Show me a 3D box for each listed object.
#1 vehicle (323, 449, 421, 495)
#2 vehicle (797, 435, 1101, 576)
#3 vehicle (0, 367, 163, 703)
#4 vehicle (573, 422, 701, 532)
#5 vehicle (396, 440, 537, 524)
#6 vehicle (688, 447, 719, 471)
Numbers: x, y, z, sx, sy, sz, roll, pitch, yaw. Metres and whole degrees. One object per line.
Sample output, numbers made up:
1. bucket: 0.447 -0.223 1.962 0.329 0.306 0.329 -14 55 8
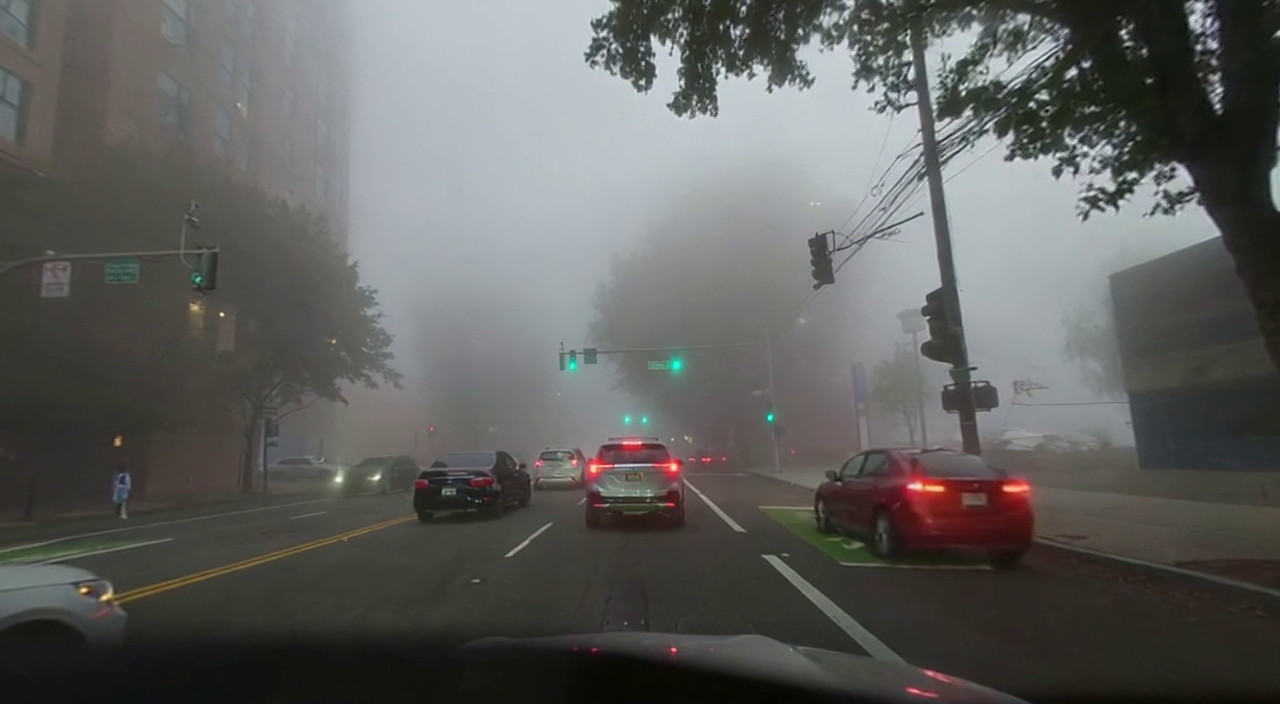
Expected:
1. vehicle: -11.252 5.043 26.867 2.103 1.755 4.551 0 -9 1
2. vehicle: 3.818 1.958 8.951 1.986 1.457 4.566 0 -9 0
3. vehicle: -3.351 0.643 0.756 1.975 1.624 4.481 0 -9 1
4. vehicle: -0.036 2.331 12.308 2.075 1.770 4.018 0 -8 0
5. vehicle: -3.711 2.824 14.344 1.886 1.599 4.247 0 -8 1
6. vehicle: 4.251 7.193 42.592 1.878 1.526 4.736 0 -9 4
